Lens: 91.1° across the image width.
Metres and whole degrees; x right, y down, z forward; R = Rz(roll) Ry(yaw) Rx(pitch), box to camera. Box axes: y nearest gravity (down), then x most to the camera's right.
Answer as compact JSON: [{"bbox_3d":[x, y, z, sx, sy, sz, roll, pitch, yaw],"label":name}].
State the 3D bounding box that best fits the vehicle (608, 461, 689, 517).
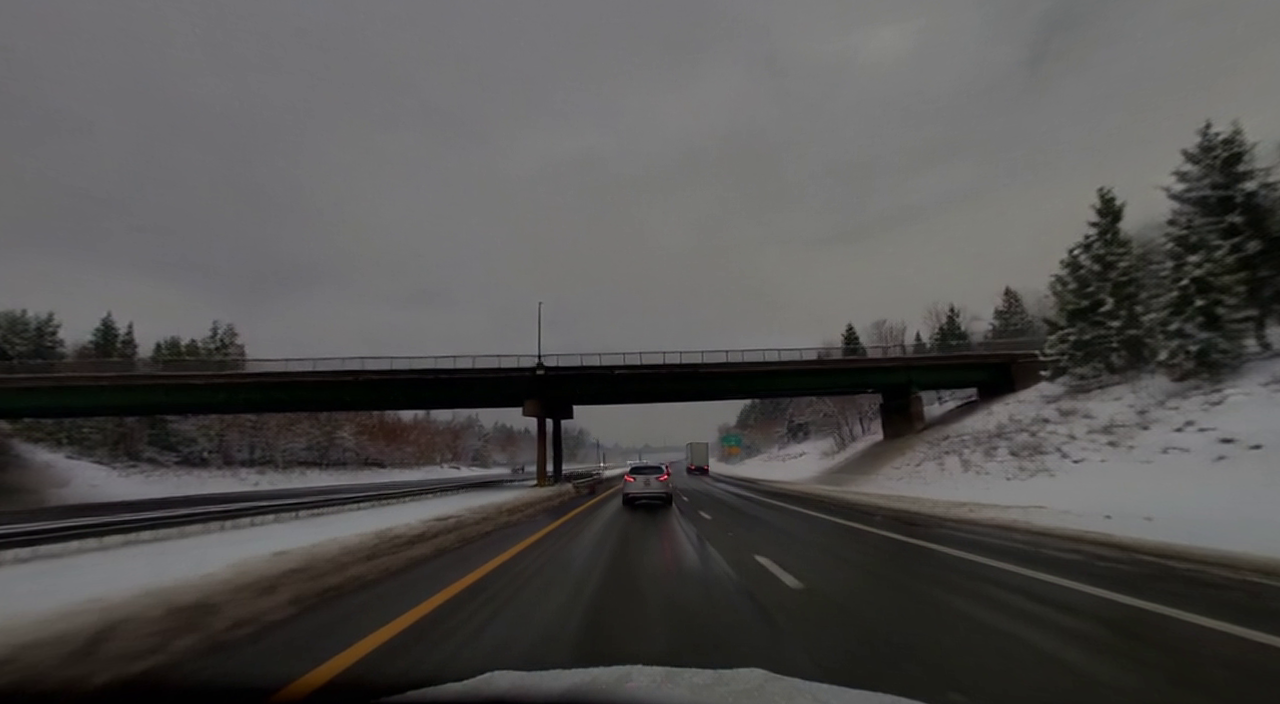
[{"bbox_3d":[0.224,4.022,18.695,2.156,1.444,3.762,1,-11,0],"label":"vehicle"}]
